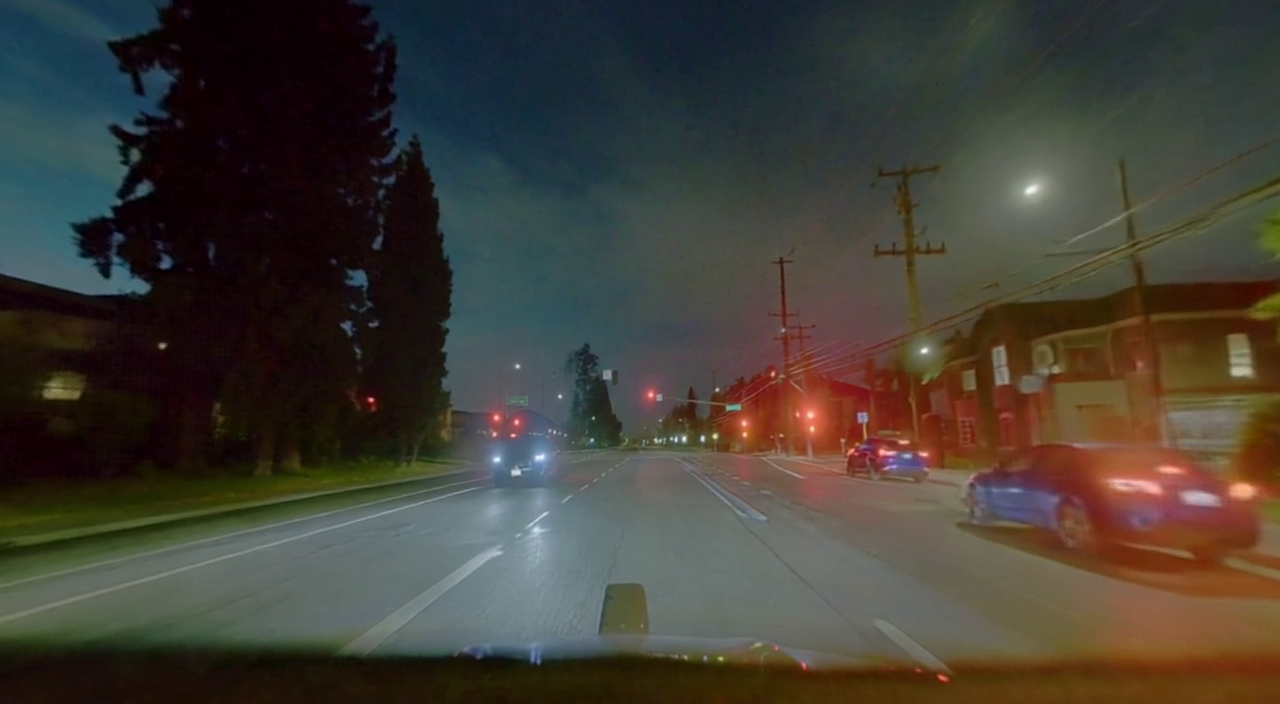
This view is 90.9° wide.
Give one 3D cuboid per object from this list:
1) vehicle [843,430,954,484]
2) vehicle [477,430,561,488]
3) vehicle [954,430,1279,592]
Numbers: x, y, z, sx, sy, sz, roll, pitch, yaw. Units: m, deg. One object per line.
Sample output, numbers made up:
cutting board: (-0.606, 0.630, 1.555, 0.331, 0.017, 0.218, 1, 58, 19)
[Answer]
vehicle: (9.435, 3.872, 23.514, 2.170, 1.771, 4.908, 0, -8, 2)
vehicle: (-4.096, 3.704, 22.198, 2.012, 1.778, 4.990, 0, -8, -1)
vehicle: (6.054, 1.786, 8.042, 2.040, 1.475, 4.389, -1, -8, 4)
